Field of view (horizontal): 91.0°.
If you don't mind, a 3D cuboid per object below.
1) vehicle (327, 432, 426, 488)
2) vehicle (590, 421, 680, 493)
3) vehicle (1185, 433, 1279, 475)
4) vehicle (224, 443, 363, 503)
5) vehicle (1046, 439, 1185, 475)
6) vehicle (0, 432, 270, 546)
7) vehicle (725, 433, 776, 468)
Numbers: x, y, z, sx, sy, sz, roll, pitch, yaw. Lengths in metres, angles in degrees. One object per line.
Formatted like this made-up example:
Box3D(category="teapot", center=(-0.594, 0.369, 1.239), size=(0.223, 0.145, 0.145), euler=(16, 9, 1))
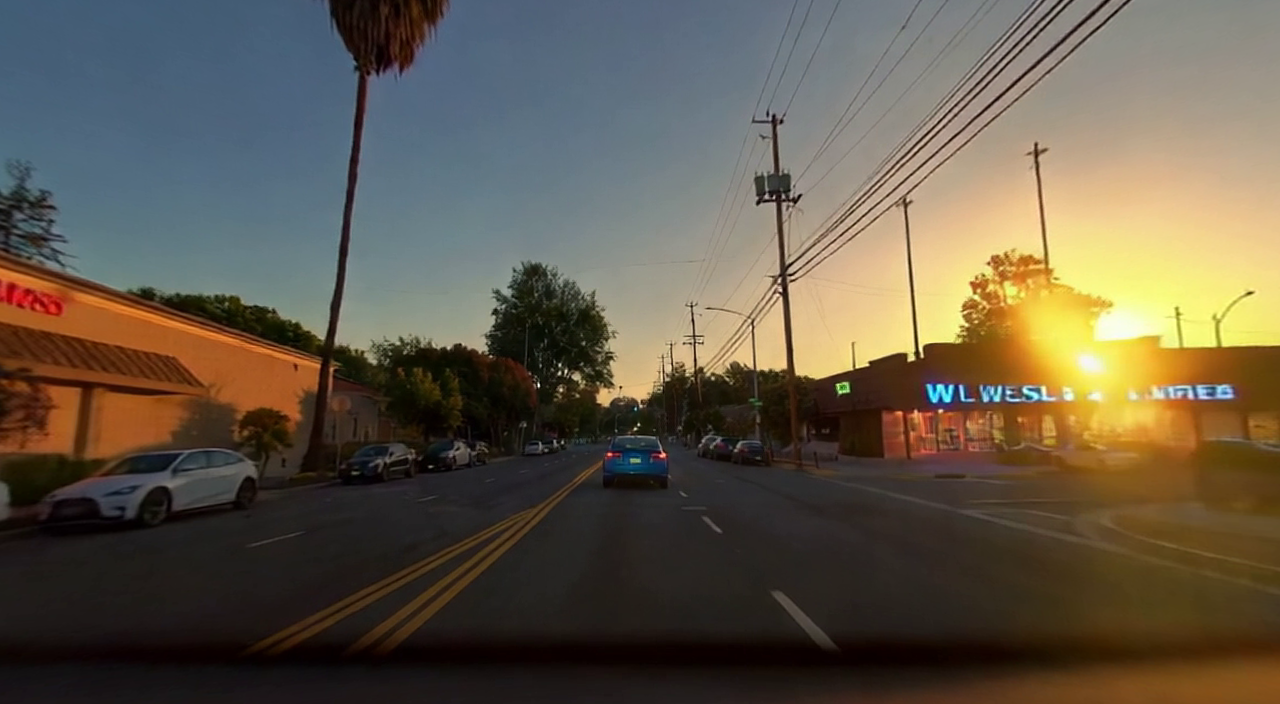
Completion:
Box3D(category="vehicle", center=(-10.016, 4.128, 24.324), size=(1.958, 1.937, 4.114), euler=(0, -9, 1))
Box3D(category="vehicle", center=(-0.188, 3.013, 18.347), size=(2.264, 1.798, 4.563), euler=(0, -9, -2))
Box3D(category="vehicle", center=(27.422, 4.482, 27.830), size=(4.708, 1.742, 2.025), euler=(0, -9, 0))
Box3D(category="vehicle", center=(-10.066, 3.516, 18.710), size=(1.812, 1.578, 4.037), euler=(0, -9, 0))
Box3D(category="vehicle", center=(20.779, 4.590, 27.630), size=(4.488, 1.470, 1.994), euler=(0, -9, -2))
Box3D(category="vehicle", center=(-10.156, 2.635, 13.095), size=(1.992, 1.744, 4.896), euler=(-1, -6, -1))
Box3D(category="vehicle", center=(6.064, 5.449, 34.929), size=(2.005, 1.775, 4.324), euler=(0, -9, 0))
